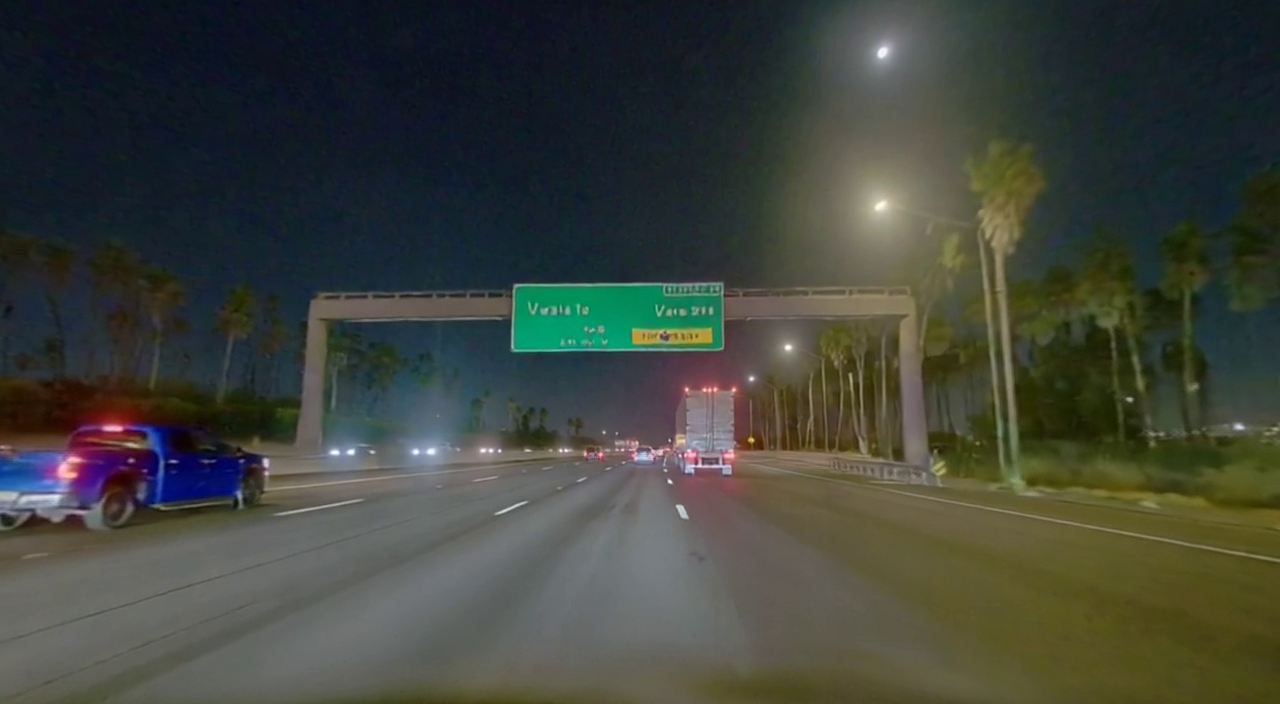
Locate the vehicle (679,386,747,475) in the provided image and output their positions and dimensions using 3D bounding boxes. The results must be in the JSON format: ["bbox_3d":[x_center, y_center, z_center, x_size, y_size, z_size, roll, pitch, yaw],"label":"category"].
[{"bbox_3d":[3.942,4.824,37.890,2.891,4.123,16.415,0,-8,3],"label":"vehicle"}]

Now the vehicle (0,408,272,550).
[{"bbox_3d":[-8.690,1.926,10.256,2.264,1.728,4.940,0,-8,2],"label":"vehicle"}]

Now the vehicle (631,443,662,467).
[{"bbox_3d":[0.559,7.954,48.784,2.287,1.689,4.307,0,-8,2],"label":"vehicle"}]
